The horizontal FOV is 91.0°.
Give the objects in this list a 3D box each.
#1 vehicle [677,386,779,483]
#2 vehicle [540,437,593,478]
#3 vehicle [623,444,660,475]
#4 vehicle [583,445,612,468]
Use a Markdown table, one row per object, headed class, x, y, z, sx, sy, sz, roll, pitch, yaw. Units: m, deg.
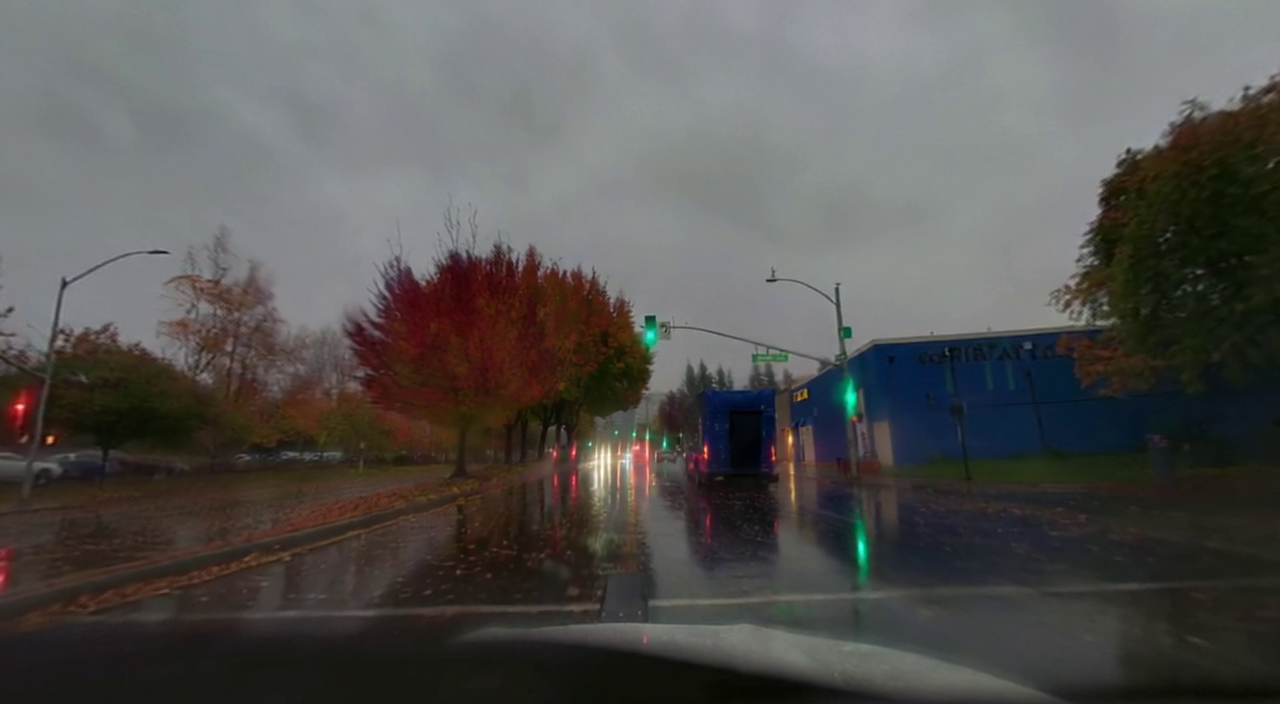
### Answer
| class | x | y | z | sx | sy | sz | roll | pitch | yaw |
| --- | --- | --- | --- | --- | --- | --- | --- | --- | --- |
| vehicle | 3.684 | 3.934 | 29.412 | 3.003 | 3.680 | 10.684 | 0 | -9 | -1 |
| vehicle | -3.655 | 5.334 | 32.066 | 2.035 | 1.867 | 4.607 | 0 | -9 | 1 |
| vehicle | 0.076 | 5.768 | 33.932 | 1.846 | 1.528 | 4.348 | 0 | -9 | 0 |
| vehicle | -3.288 | 8.125 | 49.206 | 1.950 | 1.665 | 4.203 | 0 | -9 | 0 |
